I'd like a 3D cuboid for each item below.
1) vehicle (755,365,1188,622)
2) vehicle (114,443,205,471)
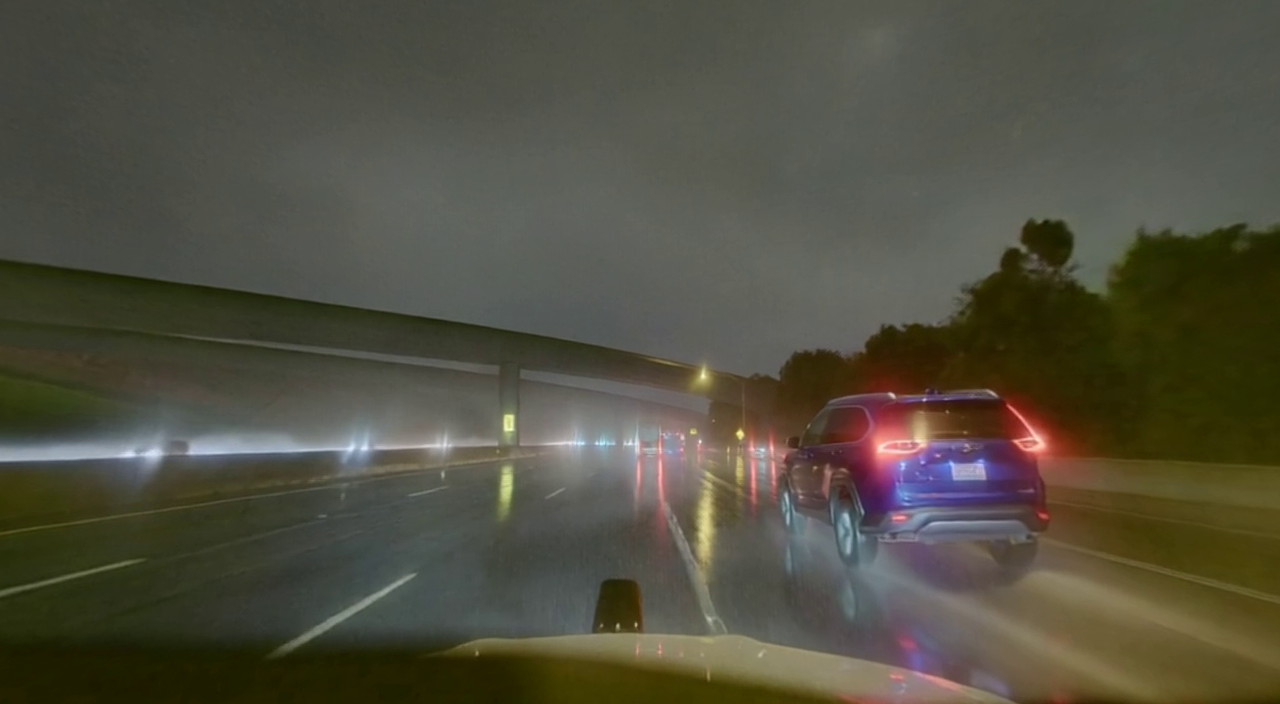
[{"bbox_3d":[2.956,1.419,7.294,2.155,1.918,4.945,0,-8,-2],"label":"vehicle"},{"bbox_3d":[-27.890,6.095,36.901,1.896,1.483,4.632,0,-8,-4],"label":"vehicle"}]
